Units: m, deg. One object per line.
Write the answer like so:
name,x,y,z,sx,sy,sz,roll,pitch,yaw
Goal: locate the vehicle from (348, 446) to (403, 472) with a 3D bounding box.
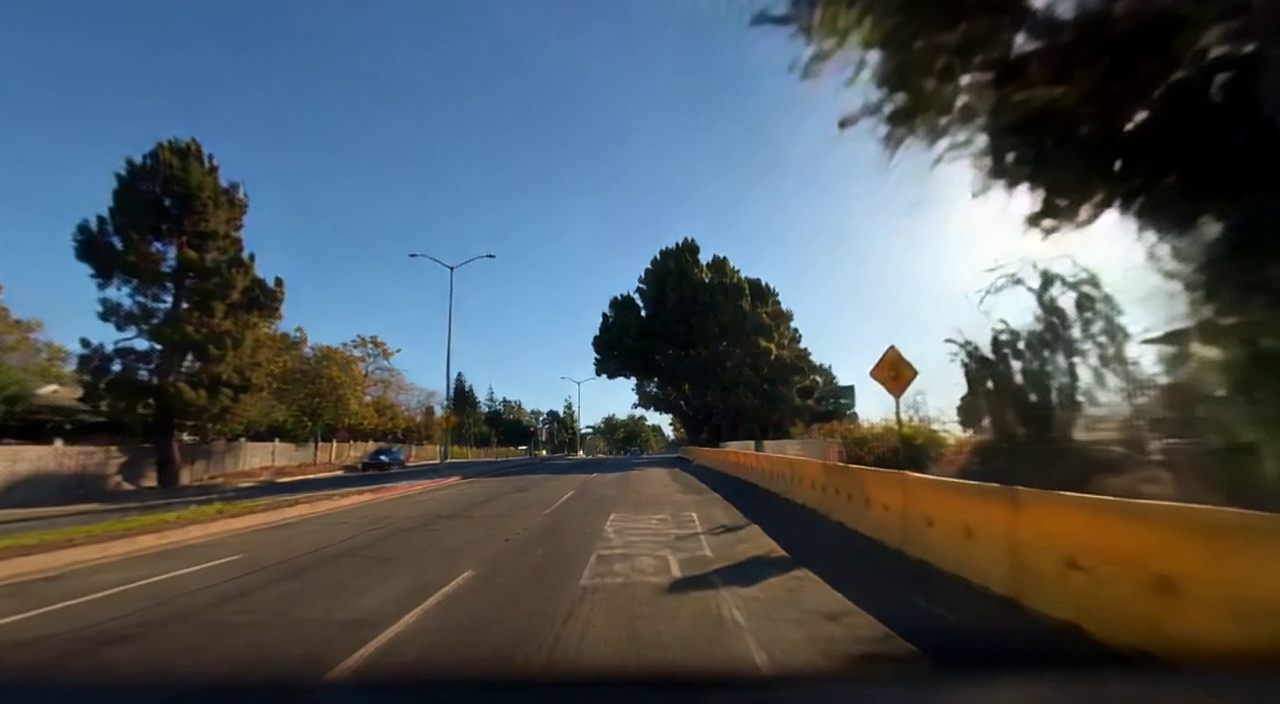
vehicle,-17.114,6.906,41.017,1.980,1.575,3.822,0,-9,-1
